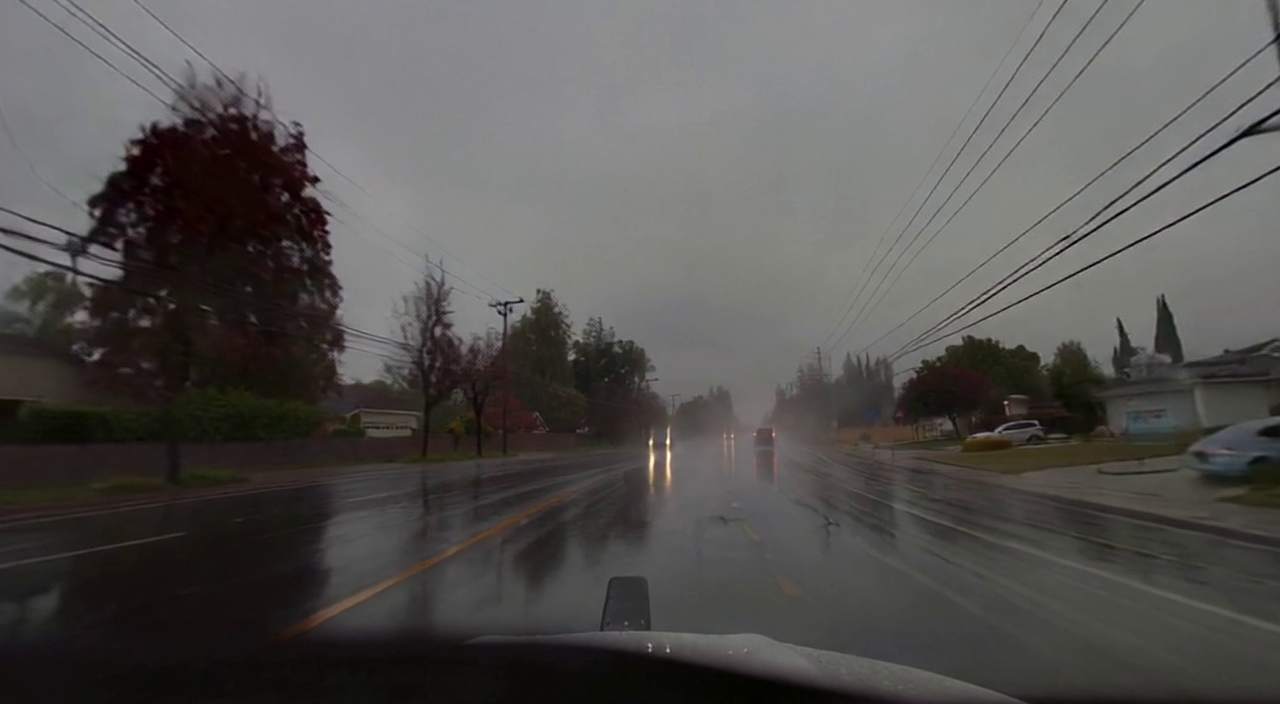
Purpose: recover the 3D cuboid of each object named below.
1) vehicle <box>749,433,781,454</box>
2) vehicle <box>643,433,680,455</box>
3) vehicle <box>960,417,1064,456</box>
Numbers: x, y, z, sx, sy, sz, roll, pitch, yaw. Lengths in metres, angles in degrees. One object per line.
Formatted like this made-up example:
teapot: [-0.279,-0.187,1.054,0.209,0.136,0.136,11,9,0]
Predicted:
vehicle: [9.017,6.640,45.694,1.982,1.451,4.152,-1,-9,7]
vehicle: [1.609,6.635,45.527,1.974,1.479,4.392,-2,-9,12]
vehicle: [20.826,4.766,35.350,4.687,1.805,2.130,-10,-12,34]
